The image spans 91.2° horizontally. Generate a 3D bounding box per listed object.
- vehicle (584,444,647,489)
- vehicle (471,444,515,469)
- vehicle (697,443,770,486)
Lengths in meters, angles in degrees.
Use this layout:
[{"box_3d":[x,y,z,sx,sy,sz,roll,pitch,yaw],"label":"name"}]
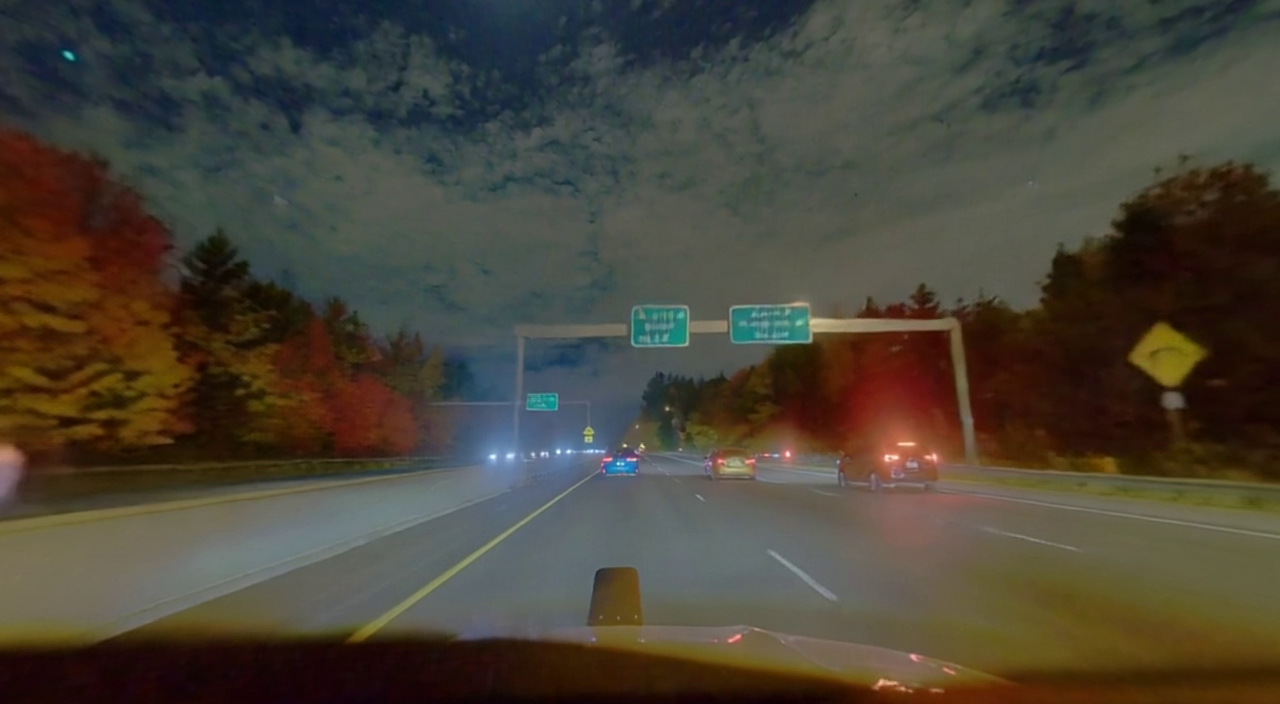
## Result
[{"box_3d":[-0.866,4.243,23.535,2.128,1.516,4.410,0,-9,-1],"label":"vehicle"},{"box_3d":[-9.595,6.853,41.281,1.933,1.510,4.352,0,-9,-2],"label":"vehicle"},{"box_3d":[3.694,4.540,25.584,2.300,1.595,4.144,-1,-9,0],"label":"vehicle"}]
